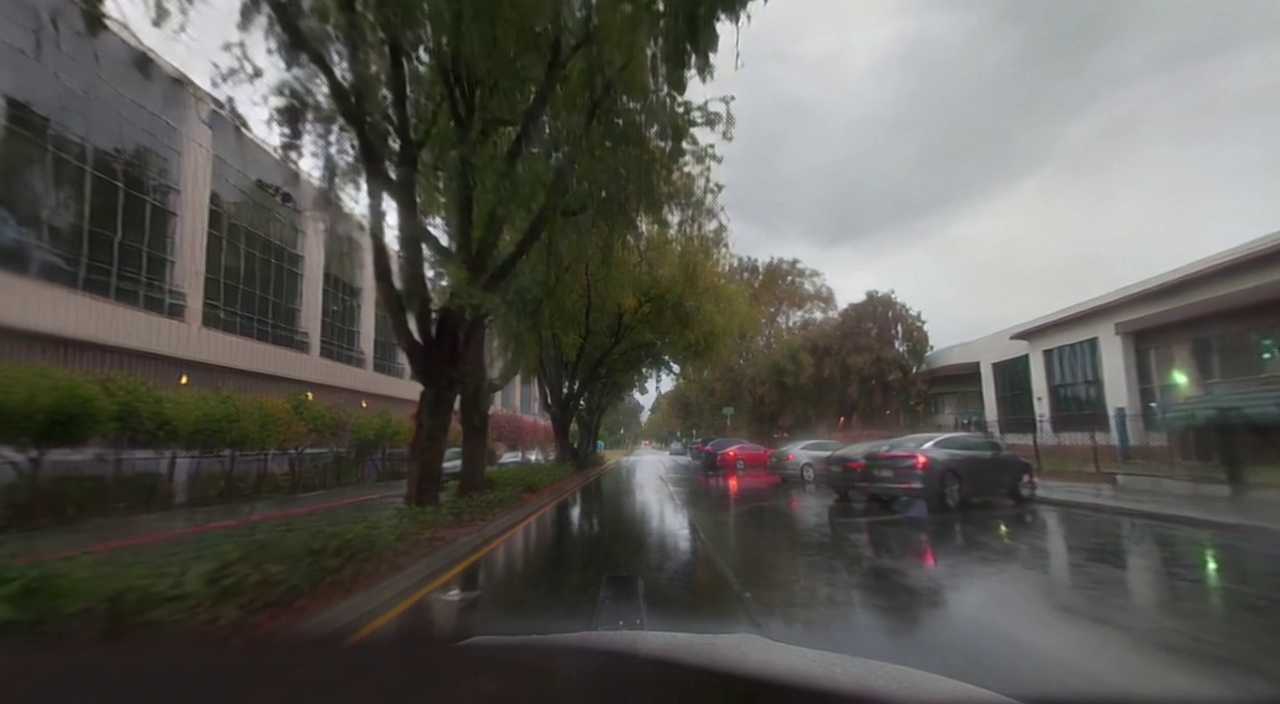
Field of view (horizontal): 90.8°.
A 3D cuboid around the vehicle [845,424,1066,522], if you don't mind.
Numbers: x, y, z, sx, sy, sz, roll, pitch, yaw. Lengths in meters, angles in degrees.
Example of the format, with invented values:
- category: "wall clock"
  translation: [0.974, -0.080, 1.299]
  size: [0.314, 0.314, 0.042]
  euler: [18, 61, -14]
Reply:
- category: "vehicle"
  translation: [6.421, 2.365, 12.837]
  size: [3.954, 1.666, 2.213]
  euler: [6, -10, -33]

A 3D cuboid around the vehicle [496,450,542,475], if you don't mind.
- category: "vehicle"
  translation: [-7.815, 7.199, 41.383]
  size: [1.911, 1.497, 4.738]
  euler: [0, -8, 2]

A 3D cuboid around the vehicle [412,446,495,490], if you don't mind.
- category: "vehicle"
  translation: [-7.798, 4.852, 26.900]
  size: [2.172, 1.707, 4.273]
  euler: [0, -8, 1]

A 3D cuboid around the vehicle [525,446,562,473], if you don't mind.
- category: "vehicle"
  translation: [-7.324, 8.157, 48.367]
  size: [1.957, 1.693, 4.588]
  euler: [-2, -6, 1]
